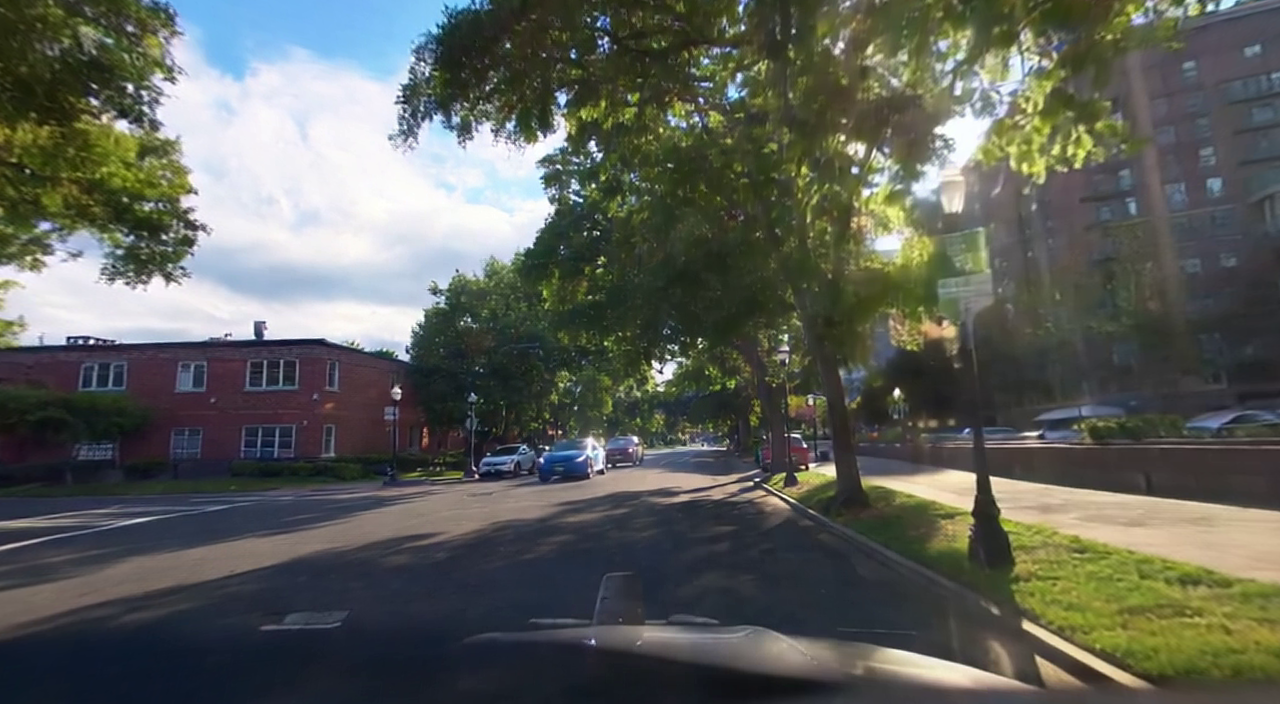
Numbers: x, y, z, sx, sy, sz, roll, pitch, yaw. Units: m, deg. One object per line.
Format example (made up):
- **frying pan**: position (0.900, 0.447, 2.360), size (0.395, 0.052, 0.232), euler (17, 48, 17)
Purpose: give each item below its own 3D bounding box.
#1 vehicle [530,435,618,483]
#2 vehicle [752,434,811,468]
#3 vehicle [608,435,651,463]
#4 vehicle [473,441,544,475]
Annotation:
- **vehicle**: position (-2.192, 3.757, 22.494), size (2.056, 1.508, 4.596), euler (-1, -9, 8)
- **vehicle**: position (6.690, 4.733, 30.380), size (1.918, 1.461, 4.419), euler (0, -8, 1)
- **vehicle**: position (-0.604, 6.201, 40.320), size (2.110, 1.651, 4.410), euler (-1, -9, 7)
- **vehicle**: position (-6.071, 4.970, 29.770), size (1.968, 1.443, 4.358), euler (-1, -9, 6)
